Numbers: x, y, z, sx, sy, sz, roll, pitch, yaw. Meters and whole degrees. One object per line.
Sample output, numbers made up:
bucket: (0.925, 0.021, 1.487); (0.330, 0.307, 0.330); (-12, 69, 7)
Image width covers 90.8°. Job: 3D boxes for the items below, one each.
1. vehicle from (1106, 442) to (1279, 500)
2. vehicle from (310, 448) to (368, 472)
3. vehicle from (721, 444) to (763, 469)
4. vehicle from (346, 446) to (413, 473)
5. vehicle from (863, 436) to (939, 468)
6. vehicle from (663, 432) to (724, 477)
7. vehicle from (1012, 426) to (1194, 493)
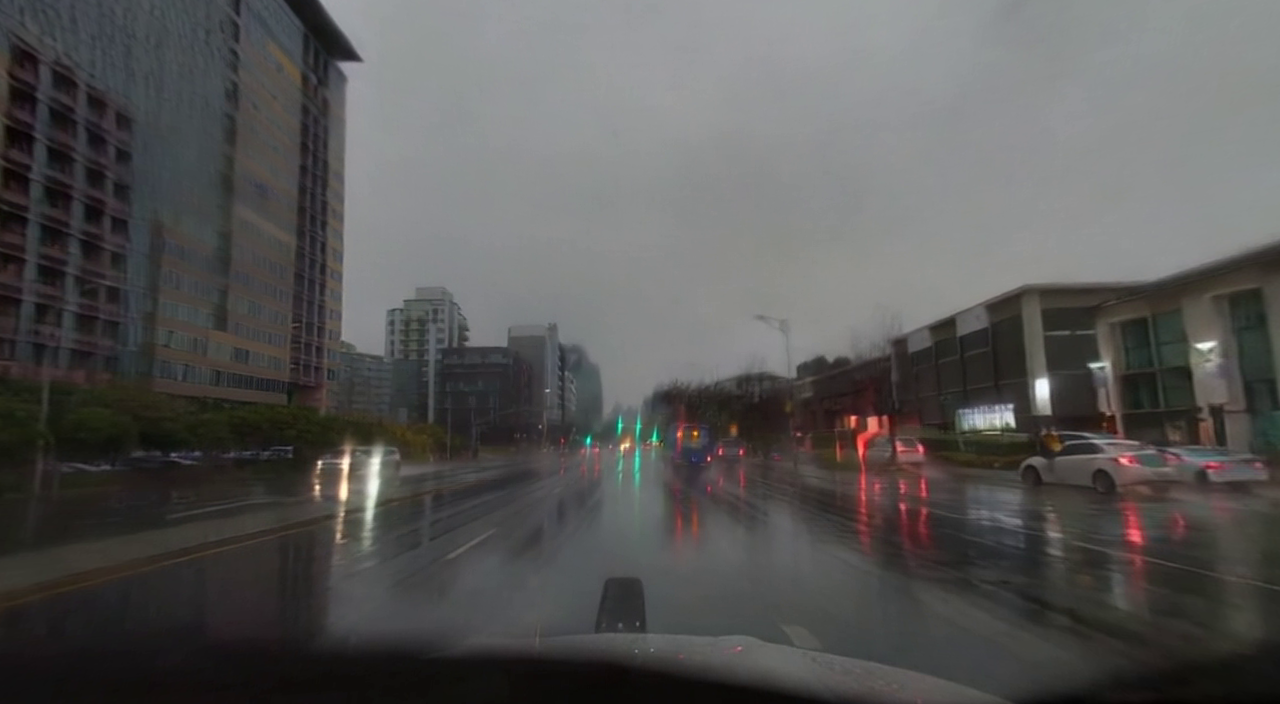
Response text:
vehicle: (17.125, 3.583, 19.586); (1.933, 1.463, 4.205); (-2, -8, -3)
vehicle: (-20.645, 7.400, 43.534); (1.843, 1.551, 4.221); (0, -9, 1)
vehicle: (6.289, 6.508, 39.483); (1.795, 1.459, 4.333); (0, -9, -2)
vehicle: (-15.415, 6.365, 37.647); (2.019, 1.471, 4.513); (0, -9, 0)
vehicle: (14.418, 5.549, 35.194); (1.975, 1.648, 4.451); (1, -8, -5)
vehicle: (2.238, 4.472, 27.834); (2.130, 1.787, 5.126); (0, -9, -1)
vehicle: (14.218, 3.365, 19.916); (2.019, 1.819, 4.909); (0, -9, 1)
